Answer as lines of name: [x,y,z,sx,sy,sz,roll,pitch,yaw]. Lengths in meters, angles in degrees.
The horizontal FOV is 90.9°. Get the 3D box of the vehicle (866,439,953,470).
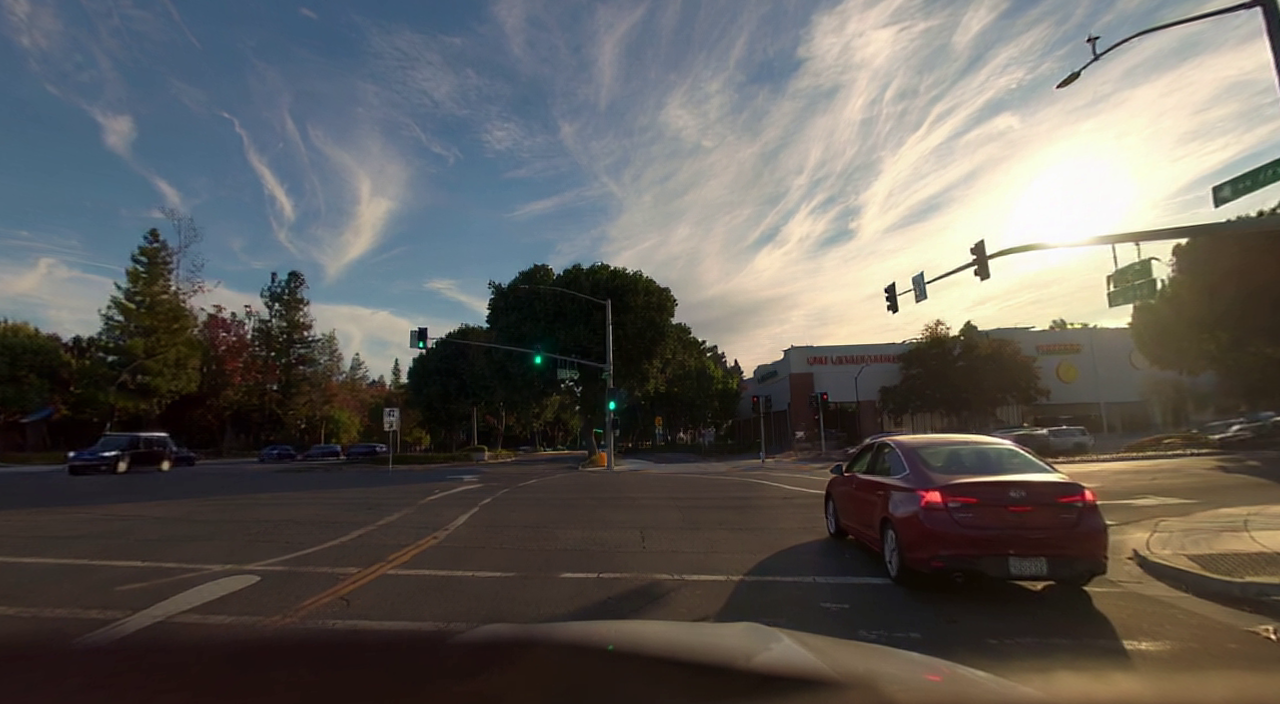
vehicle: [14.219,5.369,33.134,4.703,1.492,1.930,6,-10,-35]

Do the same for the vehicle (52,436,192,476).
vehicle: [-27.114,5.452,33.430,2.233,1.889,6.305,0,-8,-2]

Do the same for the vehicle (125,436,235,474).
vehicle: [-23.075,5.165,31.919,2.111,1.742,4.757,0,-8,-3]

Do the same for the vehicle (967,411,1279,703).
vehicle: [4.104,1.086,3.413,1.940,1.487,4.562,0,-8,-5]
